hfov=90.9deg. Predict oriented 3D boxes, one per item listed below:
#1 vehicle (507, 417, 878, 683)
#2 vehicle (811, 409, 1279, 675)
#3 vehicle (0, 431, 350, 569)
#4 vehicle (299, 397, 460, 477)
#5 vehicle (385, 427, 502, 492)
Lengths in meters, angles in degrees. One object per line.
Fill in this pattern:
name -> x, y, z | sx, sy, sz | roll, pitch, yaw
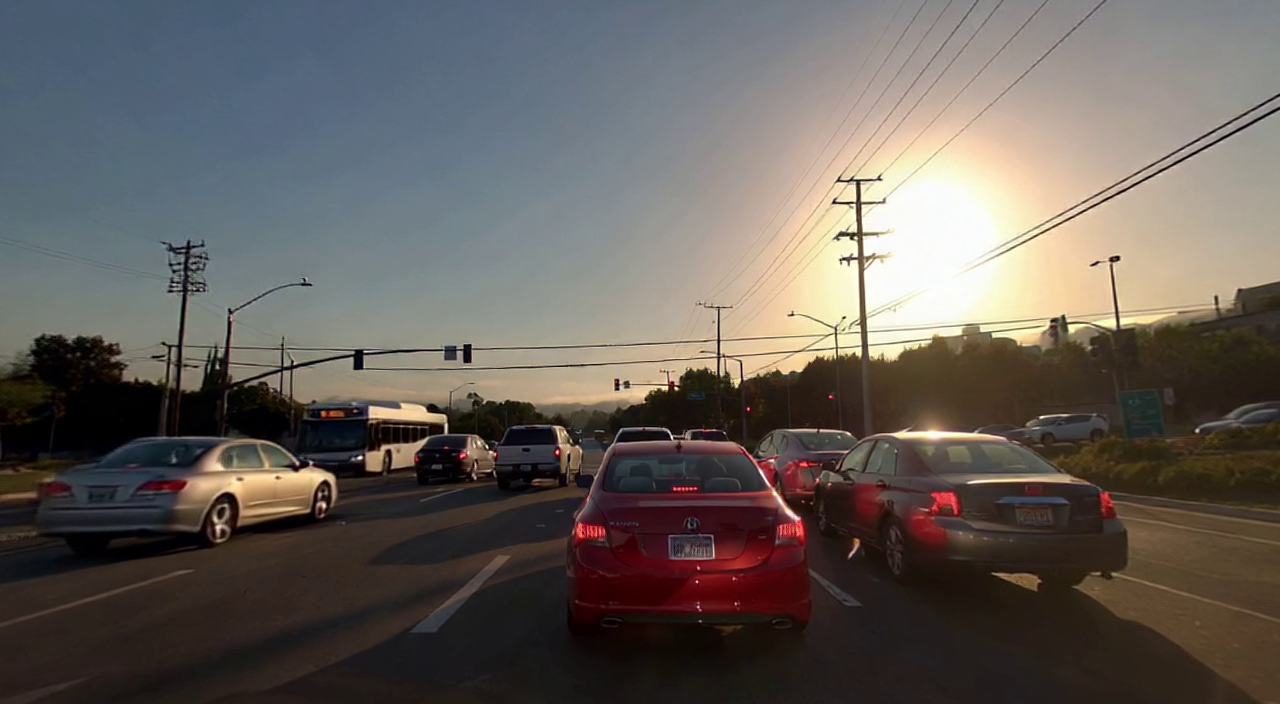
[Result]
vehicle -> 0.276, 1.418, 5.647 | 2.109, 1.483, 3.964 | 0, -8, -1
vehicle -> 3.120, 1.403, 5.794 | 1.870, 1.523, 4.096 | 0, -8, -1
vehicle -> -6.411, 1.975, 9.339 | 1.955, 1.497, 4.639 | -1, -8, 1
vehicle -> -13.143, 4.619, 33.814 | 3.005, 3.443, 12.583 | -1, -8, 2
vehicle -> -6.265, 3.492, 20.899 | 2.070, 1.824, 5.196 | -1, -8, 2
